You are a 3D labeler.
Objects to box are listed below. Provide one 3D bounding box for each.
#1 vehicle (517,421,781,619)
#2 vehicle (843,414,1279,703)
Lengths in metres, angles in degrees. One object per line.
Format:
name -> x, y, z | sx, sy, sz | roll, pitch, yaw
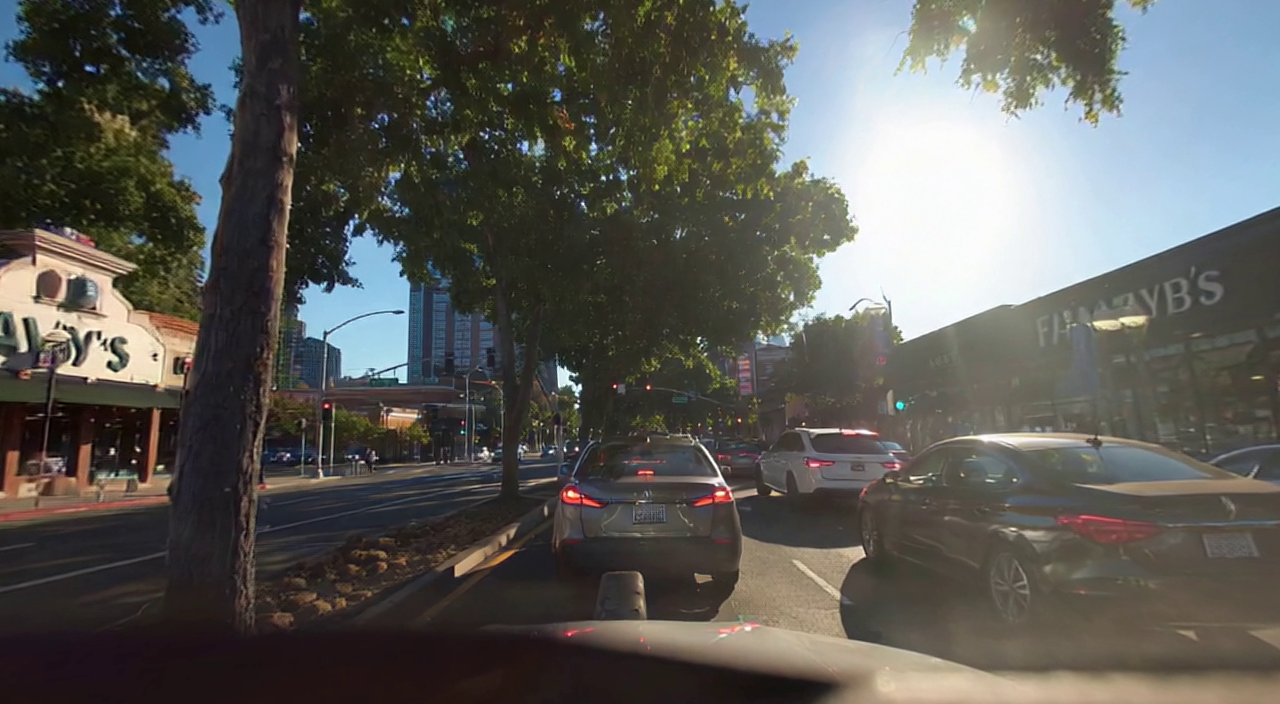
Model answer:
vehicle -> 0.057, 1.550, 6.666 | 2.006, 1.487, 3.535 | 0, -9, 0
vehicle -> 3.399, 1.379, 5.389 | 1.988, 1.480, 4.195 | 0, -9, 1
